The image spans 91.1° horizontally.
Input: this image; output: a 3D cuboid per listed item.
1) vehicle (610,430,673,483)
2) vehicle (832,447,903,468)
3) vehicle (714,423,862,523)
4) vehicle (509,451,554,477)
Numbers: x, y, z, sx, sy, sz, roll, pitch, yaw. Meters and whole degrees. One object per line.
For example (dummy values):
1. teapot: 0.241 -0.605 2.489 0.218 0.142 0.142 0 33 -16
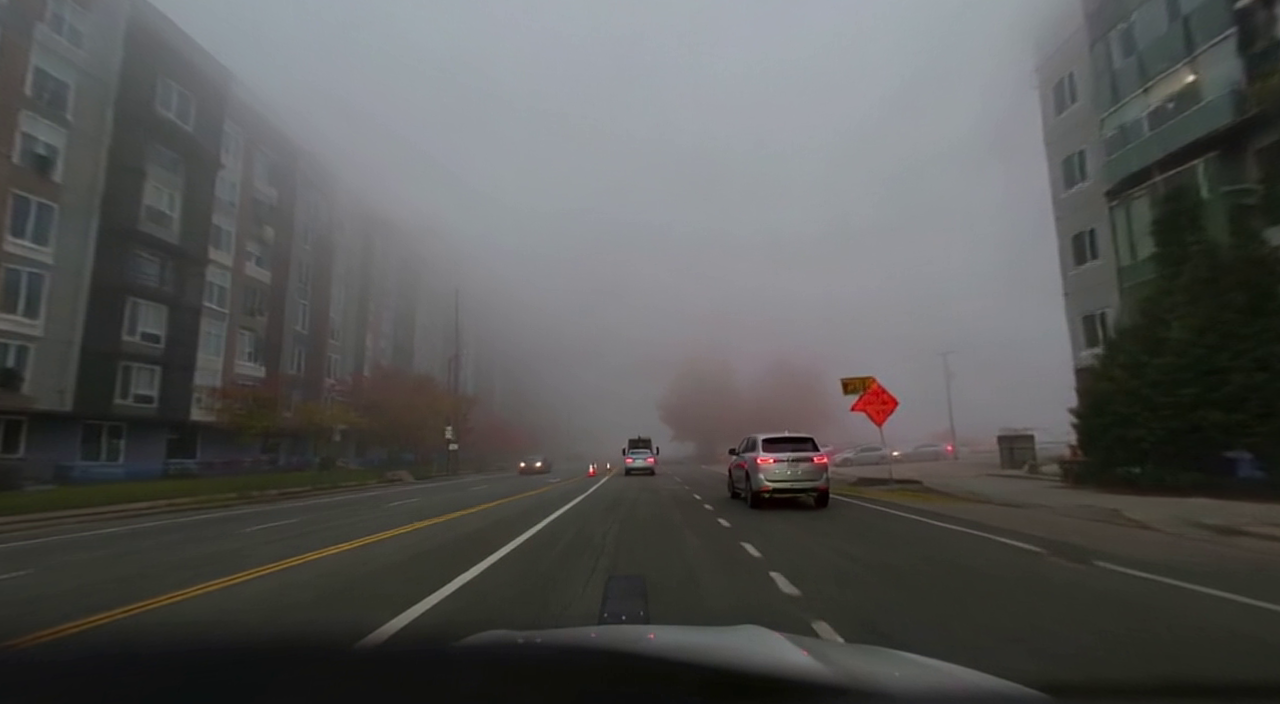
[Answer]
1. vehicle: 0.083 5.132 31.041 2.762 2.309 6.723 0 -9 1
2. vehicle: 17.031 7.900 47.044 4.568 1.478 1.900 2 -9 -13
3. vehicle: 3.065 2.651 14.411 2.120 1.828 5.531 0 -9 1
4. vehicle: -6.905 7.158 40.340 1.891 1.496 4.144 -1 -9 4
